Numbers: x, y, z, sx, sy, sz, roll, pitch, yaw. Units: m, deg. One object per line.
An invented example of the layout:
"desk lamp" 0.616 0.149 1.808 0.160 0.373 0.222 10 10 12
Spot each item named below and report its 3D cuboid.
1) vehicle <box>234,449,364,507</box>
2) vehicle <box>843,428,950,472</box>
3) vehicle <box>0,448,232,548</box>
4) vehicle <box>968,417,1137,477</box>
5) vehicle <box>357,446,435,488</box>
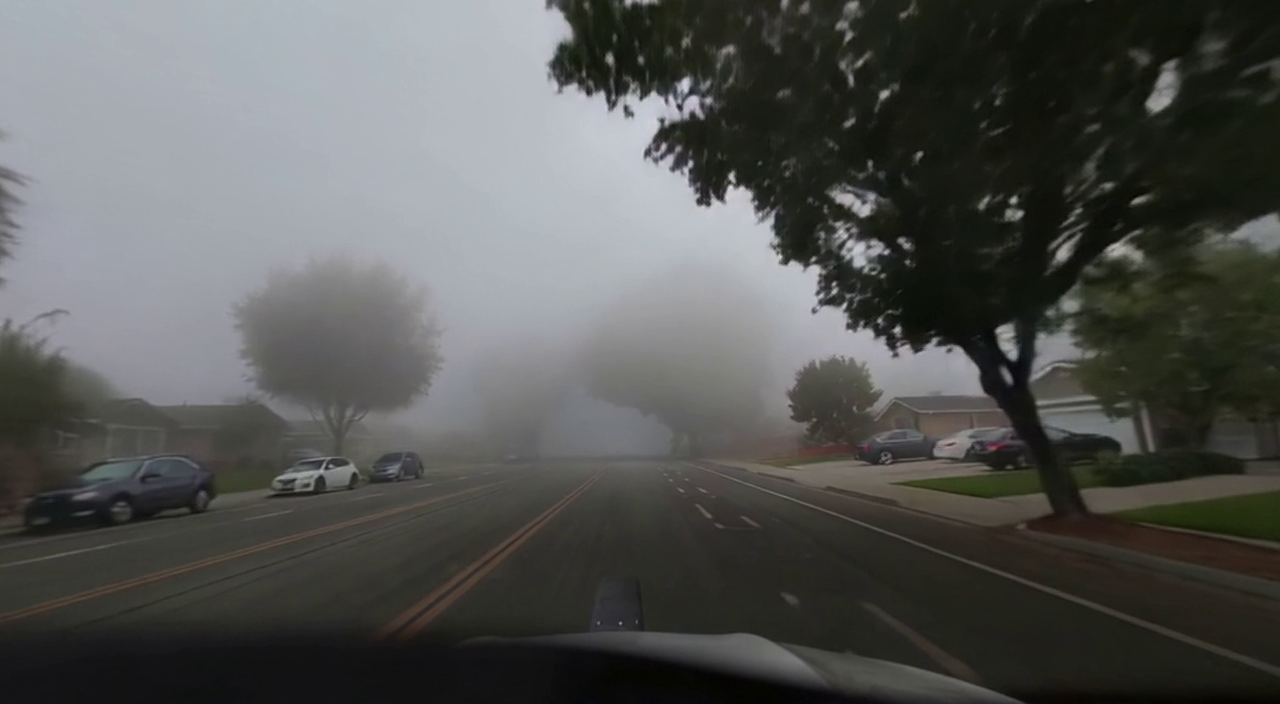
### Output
"vehicle" -12.132 4.455 22.965 2.007 1.663 5.077 -2 -7 -1
"vehicle" 12.200 4.657 30.244 4.194 1.850 1.951 -2 -7 -4
"vehicle" -12.145 3.226 14.797 1.962 1.735 4.927 -2 -7 -1
"vehicle" 14.542 3.356 22.476 4.498 1.831 2.059 -2 -8 -1
"vehicle" -12.295 5.780 32.191 2.105 1.930 4.541 0 -8 0
